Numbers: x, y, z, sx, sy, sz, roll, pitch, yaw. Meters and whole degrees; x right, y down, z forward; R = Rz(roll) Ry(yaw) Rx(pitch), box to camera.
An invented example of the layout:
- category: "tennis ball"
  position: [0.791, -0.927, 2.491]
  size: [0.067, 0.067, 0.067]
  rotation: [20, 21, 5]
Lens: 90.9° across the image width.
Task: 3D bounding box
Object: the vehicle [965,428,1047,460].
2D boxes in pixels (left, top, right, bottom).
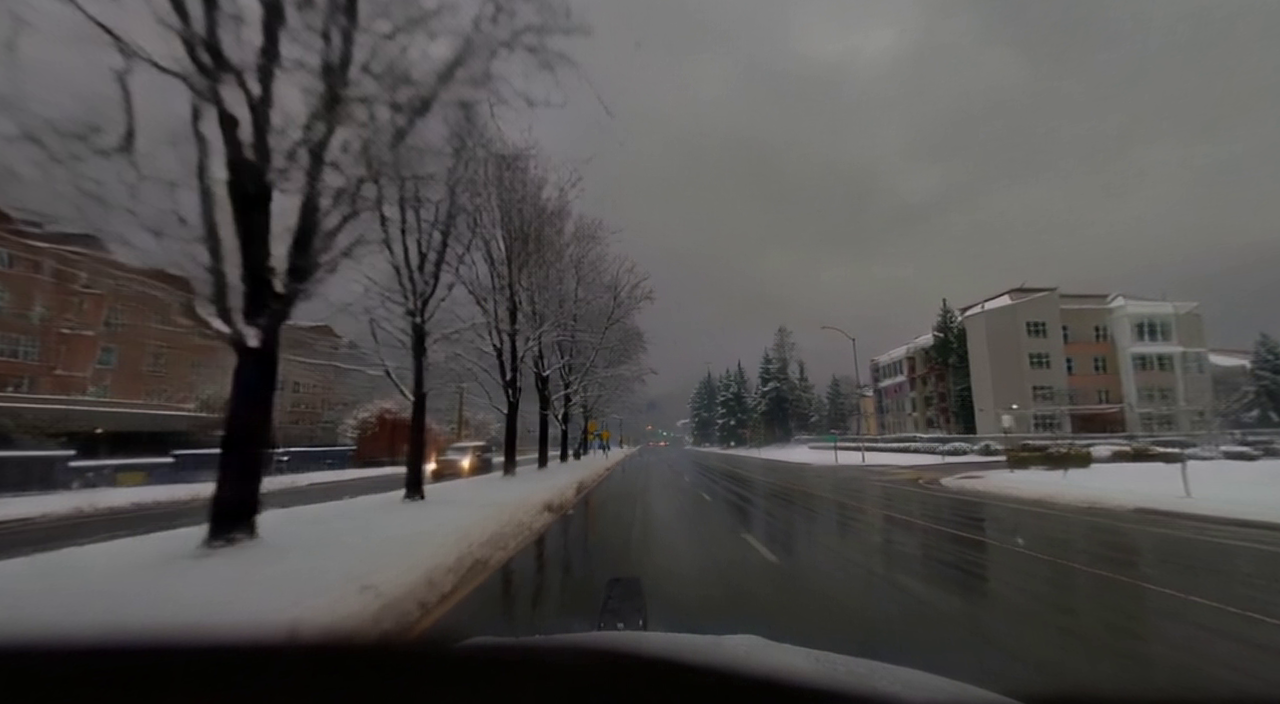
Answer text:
- category: "vehicle"
  position: [28.243, 7.148, 48.995]
  size: [2.186, 2.298, 5.989]
  rotation: [1, -8, -7]

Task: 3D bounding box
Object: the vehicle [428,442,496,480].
- category: "vehicle"
  position: [-8.232, 5.048, 29.531]
  size: [1.948, 1.647, 4.275]
  rotation: [0, -8, 0]
